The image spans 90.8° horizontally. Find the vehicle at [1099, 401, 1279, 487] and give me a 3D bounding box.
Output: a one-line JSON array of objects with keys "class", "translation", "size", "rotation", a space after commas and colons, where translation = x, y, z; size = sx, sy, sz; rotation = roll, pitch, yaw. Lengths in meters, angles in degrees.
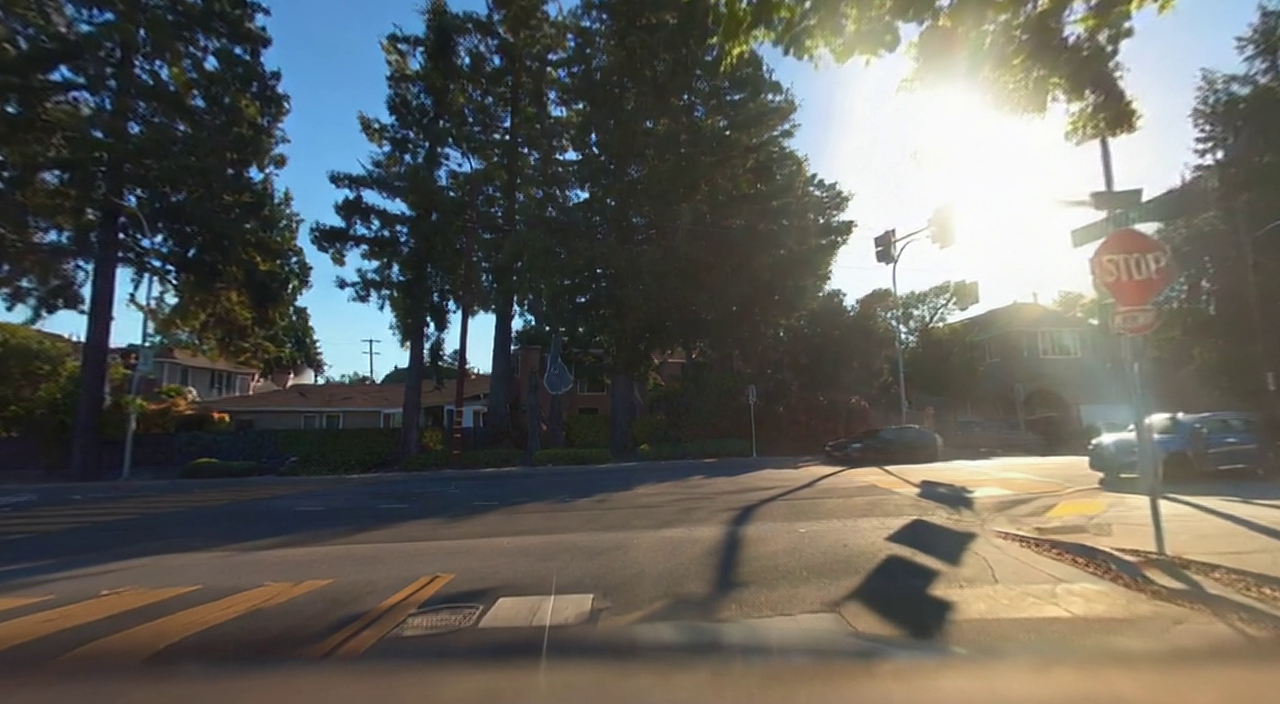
[{"class": "vehicle", "translation": [12.801, 1.993, 13.749], "size": [4.208, 1.685, 2.014], "rotation": [1, -8, -8]}]

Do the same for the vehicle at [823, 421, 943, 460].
[{"class": "vehicle", "translation": [9.968, 3.653, 26.022], "size": [4.296, 1.499, 1.814], "rotation": [2, -8, -13]}]
